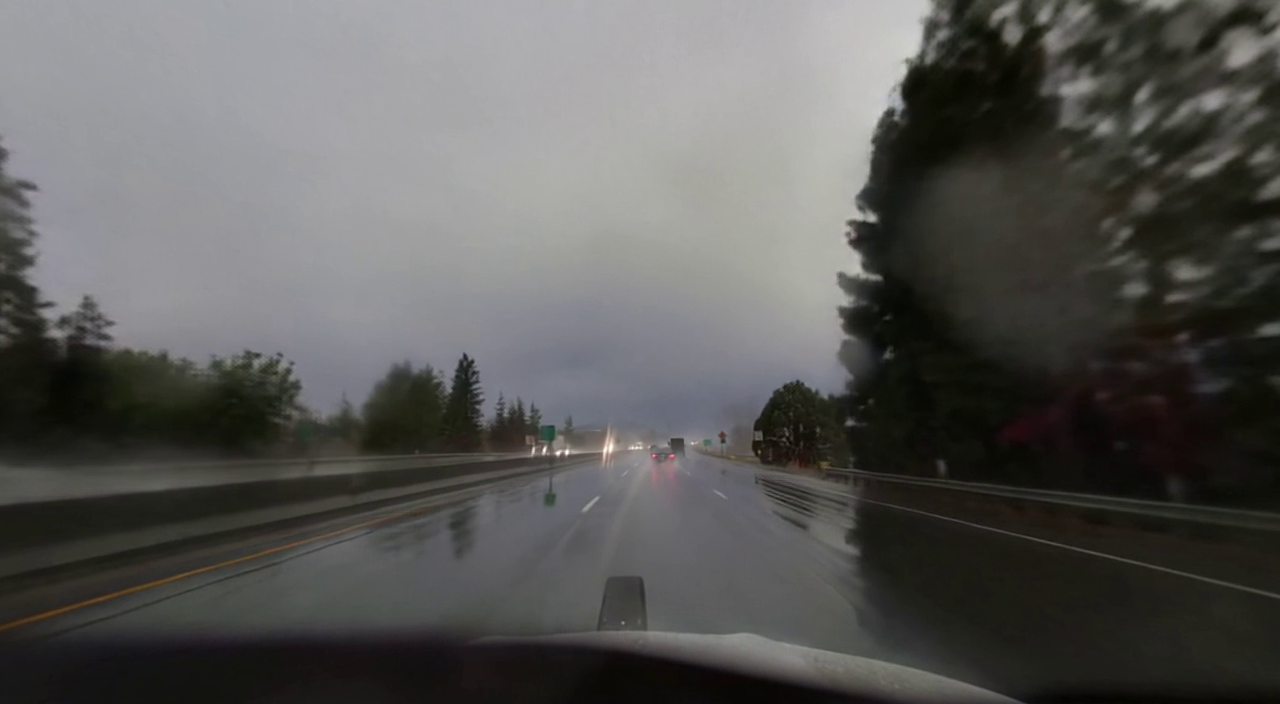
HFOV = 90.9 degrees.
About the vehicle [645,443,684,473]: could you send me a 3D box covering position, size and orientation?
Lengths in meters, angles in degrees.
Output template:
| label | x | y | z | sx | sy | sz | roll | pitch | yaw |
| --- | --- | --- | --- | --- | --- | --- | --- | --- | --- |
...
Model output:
| label | x | y | z | sx | sy | sz | roll | pitch | yaw |
| --- | --- | --- | --- | --- | --- | --- | --- | --- | --- |
| vehicle | 1.451 | 6.415 | 38.341 | 2.231 | 1.652 | 4.503 | 0 | -9 | 1 |
